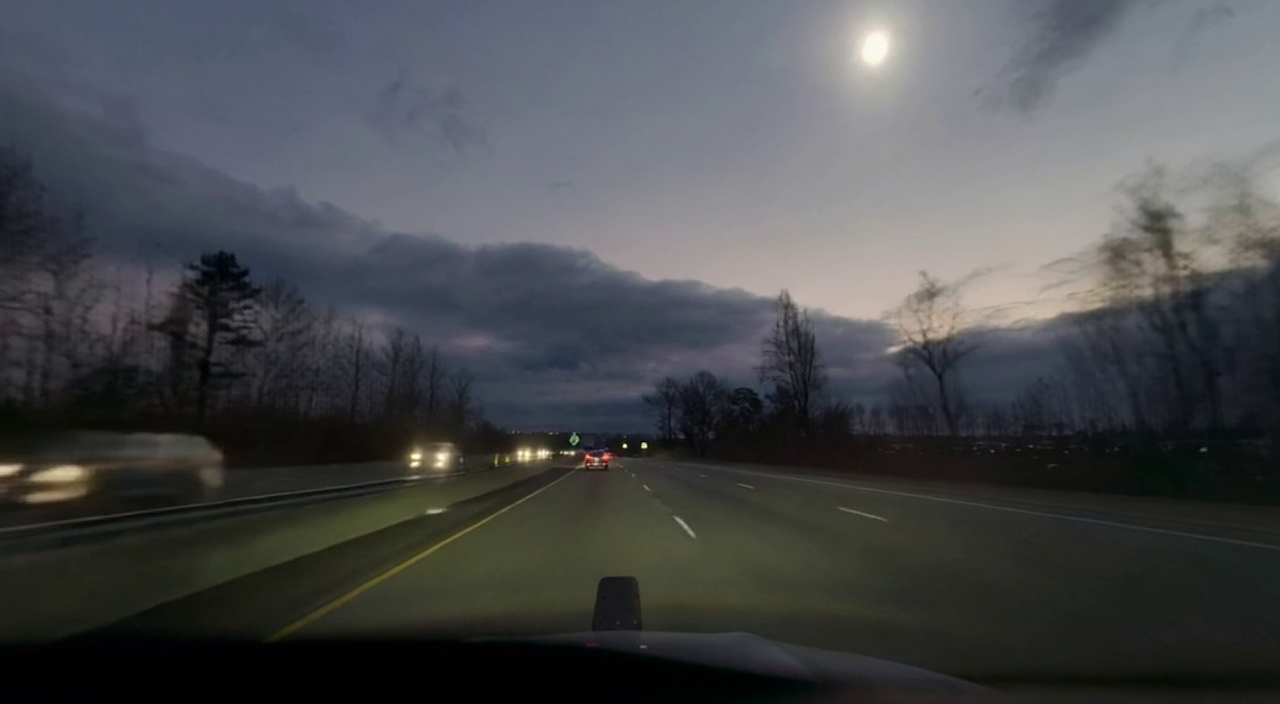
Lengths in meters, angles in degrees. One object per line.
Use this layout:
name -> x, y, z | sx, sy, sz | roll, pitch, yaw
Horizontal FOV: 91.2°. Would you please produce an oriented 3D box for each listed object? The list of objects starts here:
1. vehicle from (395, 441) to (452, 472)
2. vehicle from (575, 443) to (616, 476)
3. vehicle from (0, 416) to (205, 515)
vehicle -> -11.597, 5.610, 33.797 | 1.817, 1.501, 3.906 | 0, -9, -3
vehicle -> -2.465, 5.978, 34.961 | 2.151, 1.693, 4.201 | 0, -9, -3
vehicle -> -10.198, 2.025, 11.488 | 1.815, 1.491, 3.784 | 0, -9, -3
